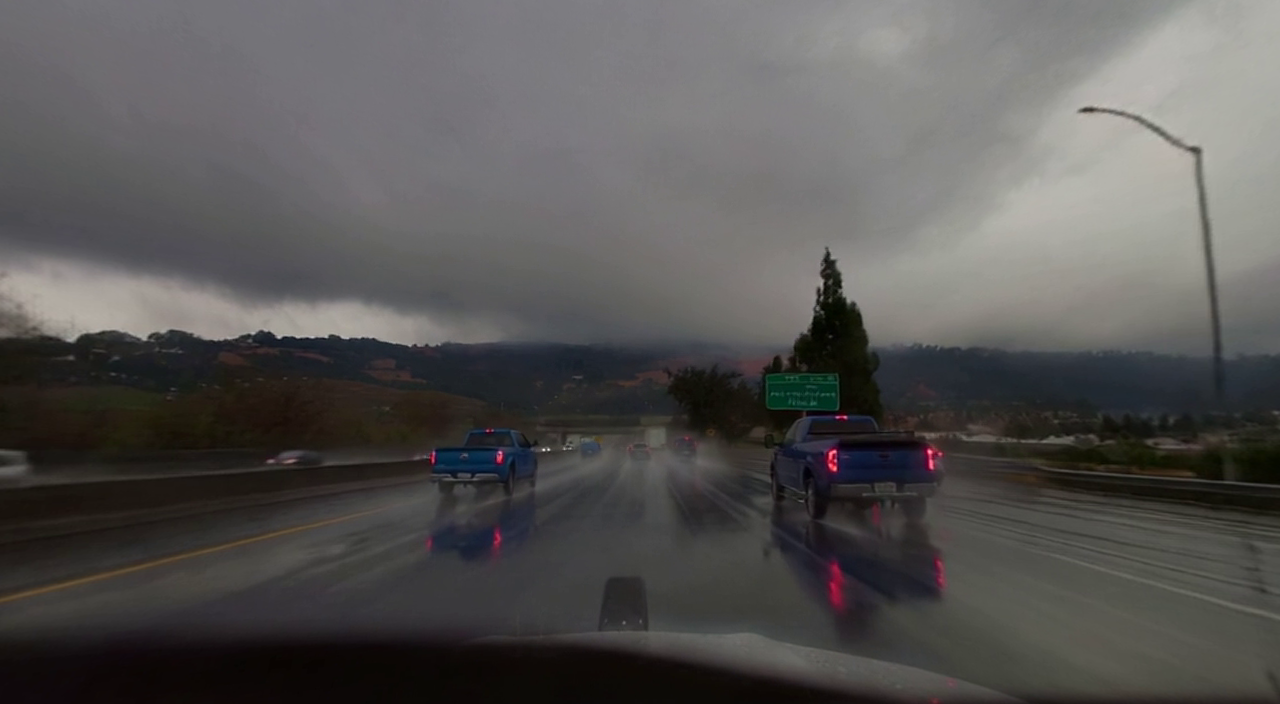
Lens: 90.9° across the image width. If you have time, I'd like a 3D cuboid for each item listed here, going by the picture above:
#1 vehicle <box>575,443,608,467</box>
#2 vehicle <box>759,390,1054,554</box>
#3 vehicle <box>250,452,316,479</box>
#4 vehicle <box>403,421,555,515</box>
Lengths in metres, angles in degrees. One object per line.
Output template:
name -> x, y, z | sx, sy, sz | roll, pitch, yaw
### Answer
vehicle -> -3.713, 7.923, 48.737 | 2.235, 1.785, 4.386 | 0, -8, 0
vehicle -> 3.737, 1.848, 10.450 | 2.424, 1.952, 5.611 | 0, -8, 0
vehicle -> -24.635, 7.833, 43.729 | 1.909, 1.640, 4.577 | 0, -8, 0
vehicle -> -3.561, 2.689, 15.208 | 2.227, 1.853, 5.161 | 0, -8, 1
